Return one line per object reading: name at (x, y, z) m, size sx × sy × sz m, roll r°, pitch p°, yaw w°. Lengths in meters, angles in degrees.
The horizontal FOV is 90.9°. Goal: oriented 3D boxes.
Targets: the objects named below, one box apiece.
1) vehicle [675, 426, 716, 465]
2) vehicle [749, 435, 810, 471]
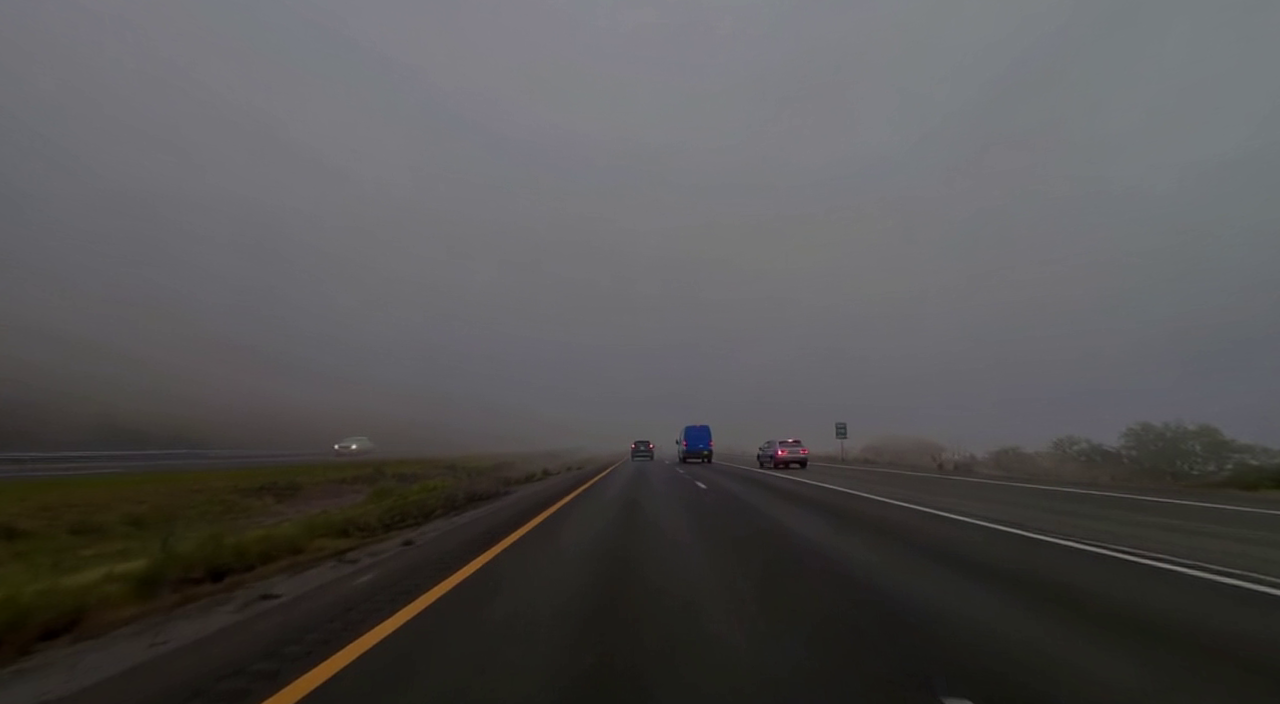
vehicle at (3.933, 6.825, 46.074) m, size 2.302 × 2.670 × 6.176 m, roll 0°, pitch -8°, yaw -1°
vehicle at (7.955, 5.814, 36.522) m, size 2.240 × 1.925 × 4.854 m, roll 0°, pitch -8°, yaw -2°
